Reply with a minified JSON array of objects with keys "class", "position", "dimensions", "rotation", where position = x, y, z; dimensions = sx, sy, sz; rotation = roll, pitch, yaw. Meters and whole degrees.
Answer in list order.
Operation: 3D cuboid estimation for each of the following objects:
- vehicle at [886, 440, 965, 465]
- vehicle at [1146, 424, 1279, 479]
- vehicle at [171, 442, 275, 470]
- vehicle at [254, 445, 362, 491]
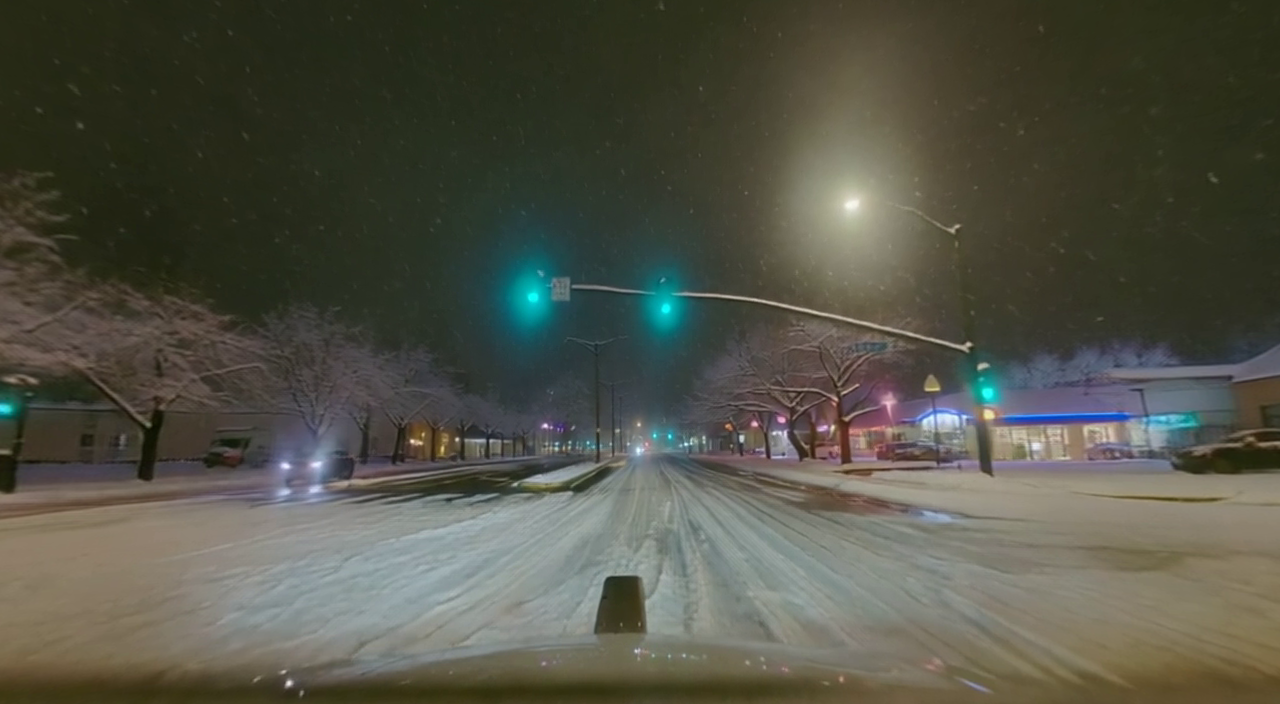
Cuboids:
[{"class":"vehicle","position":[19.775,6.968,43.928],"dimensions":[4.468,1.635,2.017],"rotation":[0,-8,-3]},{"class":"vehicle","position":[20.879,3.321,21.234],"dimensions":[5.587,1.689,2.605],"rotation":[0,-9,-3]},{"class":"vehicle","position":[-29.887,7.465,45.452],"dimensions":[5.712,1.863,2.422],"rotation":[0,-8,0]},{"class":"vehicle","position":[-12.955,4.524,25.032],"dimensions":[1.892,1.639,4.311],"rotation":[0,-8,0]}]
